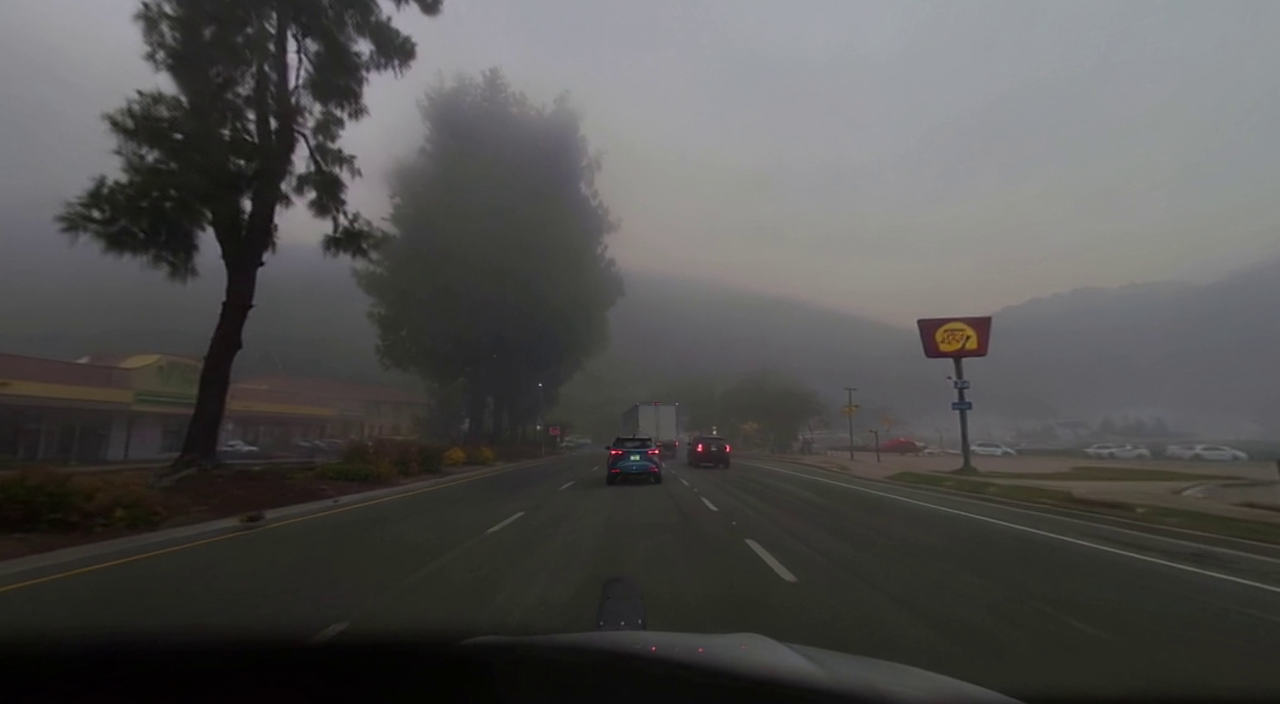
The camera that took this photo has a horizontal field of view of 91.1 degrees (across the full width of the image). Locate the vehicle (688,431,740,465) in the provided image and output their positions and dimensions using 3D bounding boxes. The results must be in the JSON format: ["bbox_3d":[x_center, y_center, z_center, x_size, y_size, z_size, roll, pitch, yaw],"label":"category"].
[{"bbox_3d":[3.695,4.918,32.284,2.088,1.655,4.360,0,-8,-1],"label":"vehicle"}]

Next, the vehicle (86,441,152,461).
[{"bbox_3d":[-36.681,6.989,44.264,3.245,1.338,1.536,4,-9,-26],"label":"vehicle"}]

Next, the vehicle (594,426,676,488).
[{"bbox_3d":[-0.168,3.098,18.794,2.193,1.651,3.946,0,-8,-1],"label":"vehicle"}]
